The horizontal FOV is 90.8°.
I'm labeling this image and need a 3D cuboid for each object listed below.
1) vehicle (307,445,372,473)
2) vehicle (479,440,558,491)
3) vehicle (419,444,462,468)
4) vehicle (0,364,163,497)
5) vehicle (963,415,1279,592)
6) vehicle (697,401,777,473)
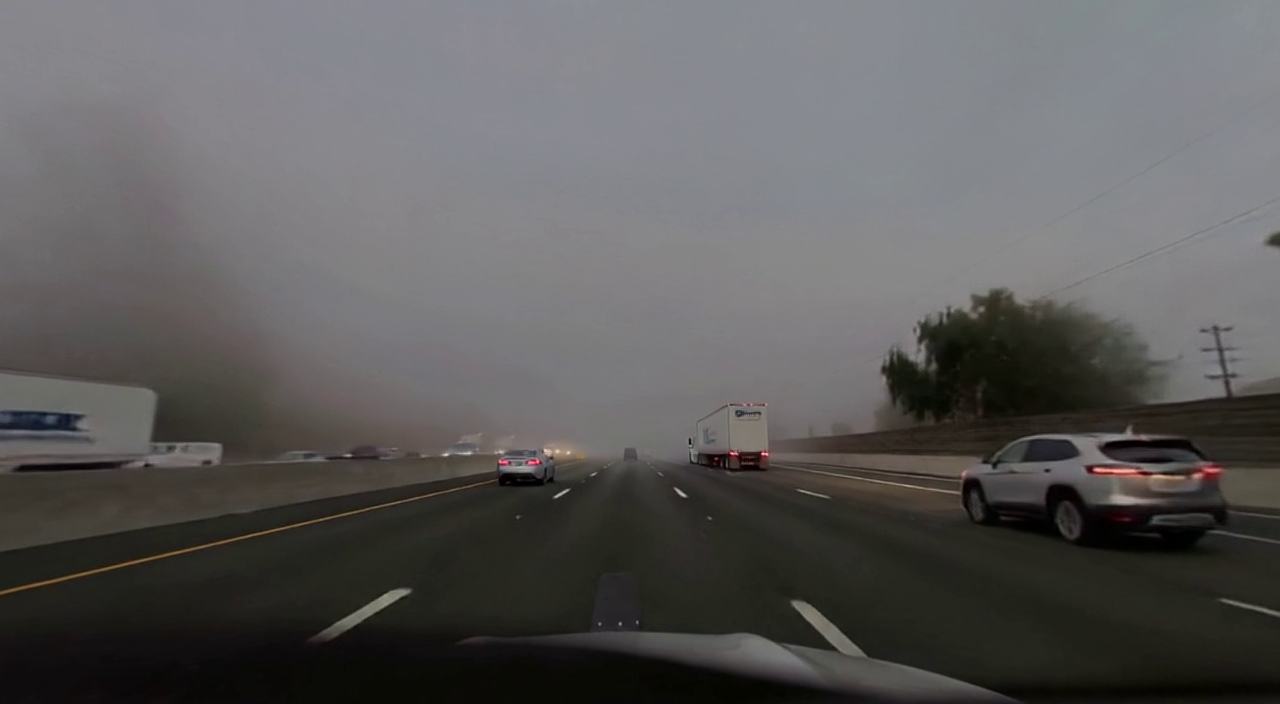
[{"bbox_3d":[-17.527,6.248,37.032,1.975,1.557,3.814,0,-9,-1],"label":"vehicle"},{"bbox_3d":[-4.248,4.042,22.821,2.027,1.651,4.099,0,-9,0],"label":"vehicle"},{"bbox_3d":[-13.527,7.084,43.103,1.734,1.554,3.743,0,-9,-1],"label":"vehicle"},{"bbox_3d":[-20.572,2.193,17.888,2.870,3.936,14.771,0,-9,-1],"label":"vehicle"},{"bbox_3d":[6.395,1.767,8.222,1.991,1.647,4.409,0,-9,-1],"label":"vehicle"},{"bbox_3d":[6.465,6.219,45.292,2.919,4.195,15.833,0,-9,-1],"label":"vehicle"}]
